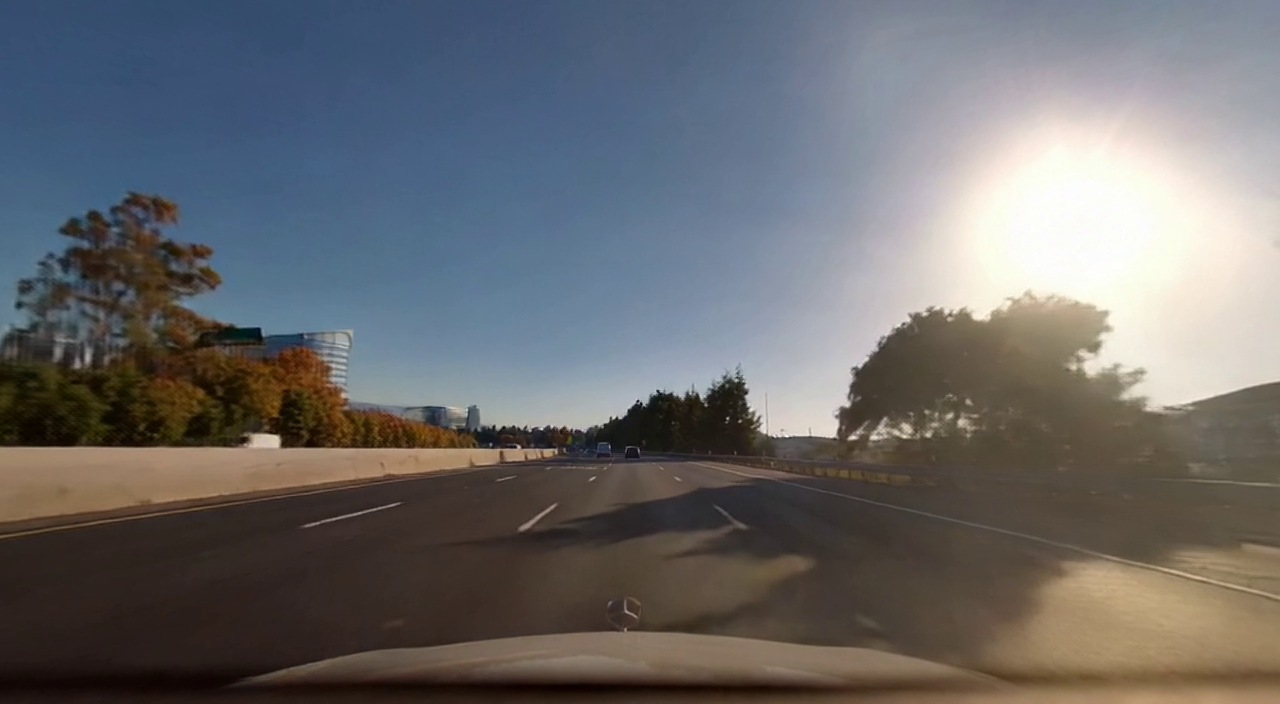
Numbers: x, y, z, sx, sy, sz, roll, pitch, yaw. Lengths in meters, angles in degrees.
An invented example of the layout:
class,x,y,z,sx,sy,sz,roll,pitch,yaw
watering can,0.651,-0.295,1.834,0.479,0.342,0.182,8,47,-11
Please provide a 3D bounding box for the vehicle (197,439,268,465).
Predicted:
class,x,y,z,sx,sy,sz,roll,pitch,yaw
vehicle,-25.066,6.170,38.936,1.786,1.465,3.860,0,-9,-1
